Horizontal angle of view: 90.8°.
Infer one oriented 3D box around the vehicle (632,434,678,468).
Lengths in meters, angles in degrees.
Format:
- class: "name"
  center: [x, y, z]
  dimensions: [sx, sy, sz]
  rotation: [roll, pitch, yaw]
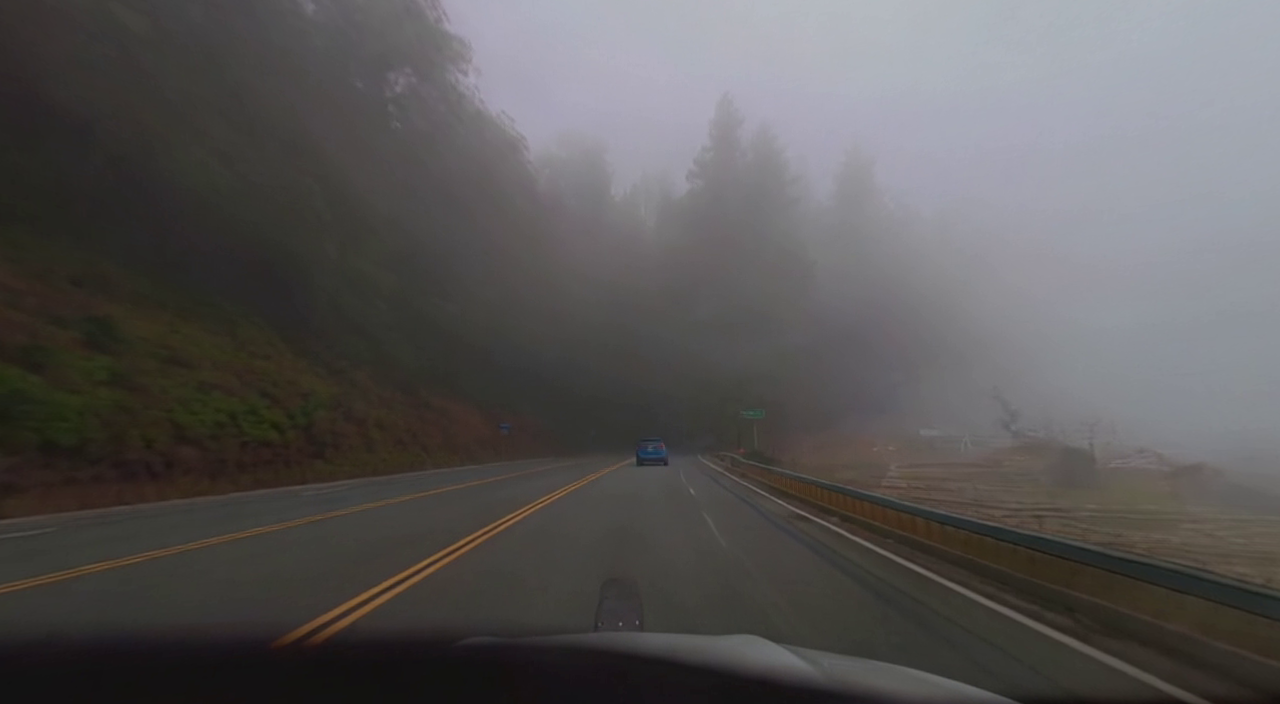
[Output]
- class: "vehicle"
  center: [0.891, 5.313, 34.074]
  dimensions: [2.294, 1.708, 4.110]
  rotation: [-1, -8, 4]
